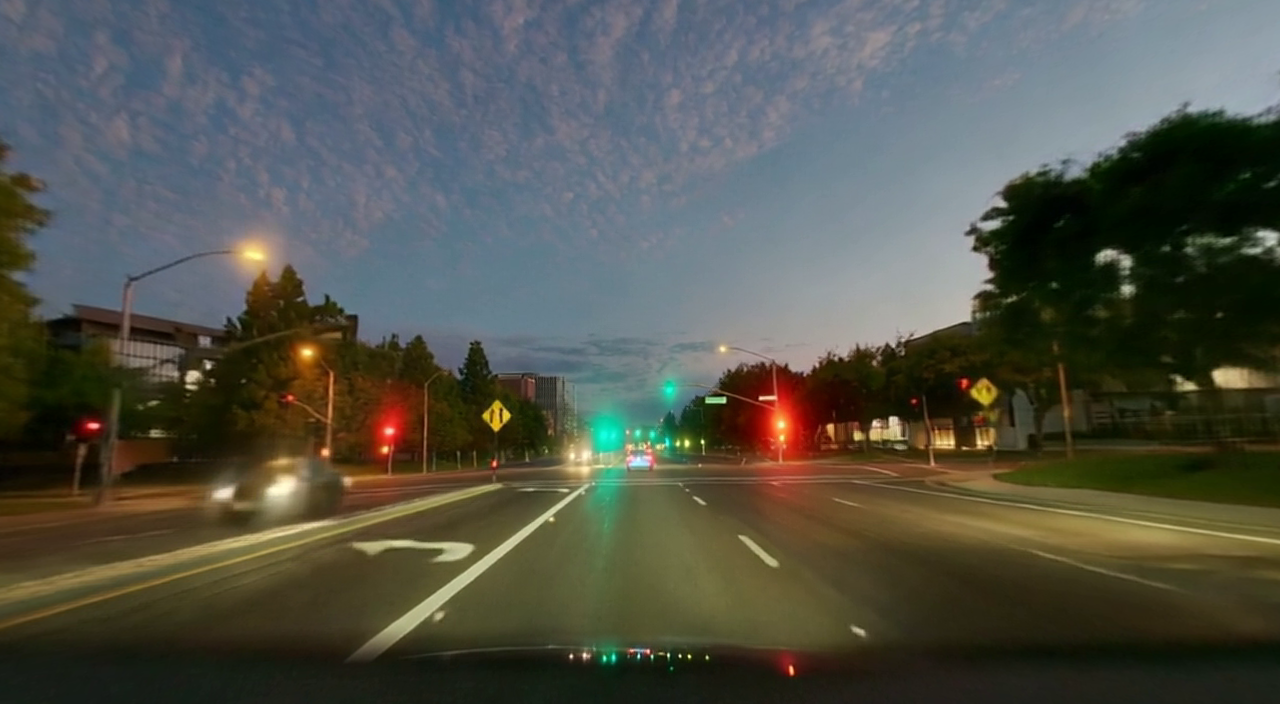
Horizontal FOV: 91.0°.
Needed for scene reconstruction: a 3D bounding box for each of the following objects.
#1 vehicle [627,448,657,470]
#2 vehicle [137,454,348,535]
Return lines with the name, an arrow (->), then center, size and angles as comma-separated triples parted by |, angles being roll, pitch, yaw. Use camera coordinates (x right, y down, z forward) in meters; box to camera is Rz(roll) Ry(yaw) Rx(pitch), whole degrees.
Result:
vehicle -> 0.117, 7.654, 45.231 | 2.064, 1.477, 3.968 | 0, -9, 0
vehicle -> -8.633, 3.078, 14.268 | 1.887, 1.480, 4.446 | 0, -9, 0
